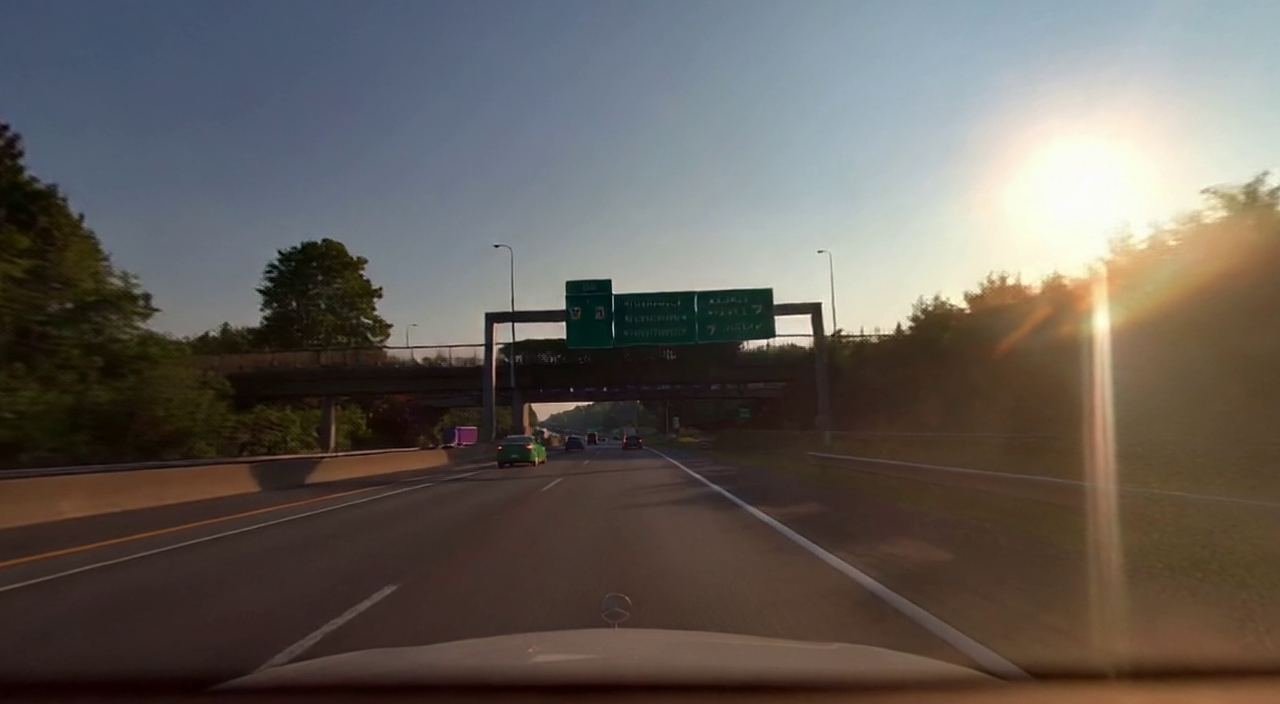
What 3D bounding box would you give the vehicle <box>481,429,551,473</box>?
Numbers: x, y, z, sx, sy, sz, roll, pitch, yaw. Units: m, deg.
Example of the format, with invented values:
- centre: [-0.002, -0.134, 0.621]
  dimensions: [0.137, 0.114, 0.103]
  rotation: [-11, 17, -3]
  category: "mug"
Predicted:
- centre: [-4.600, 3.715, 23.904]
  dimensions: [1.959, 1.514, 3.668]
  rotation: [0, -8, -1]
  category: "vehicle"
